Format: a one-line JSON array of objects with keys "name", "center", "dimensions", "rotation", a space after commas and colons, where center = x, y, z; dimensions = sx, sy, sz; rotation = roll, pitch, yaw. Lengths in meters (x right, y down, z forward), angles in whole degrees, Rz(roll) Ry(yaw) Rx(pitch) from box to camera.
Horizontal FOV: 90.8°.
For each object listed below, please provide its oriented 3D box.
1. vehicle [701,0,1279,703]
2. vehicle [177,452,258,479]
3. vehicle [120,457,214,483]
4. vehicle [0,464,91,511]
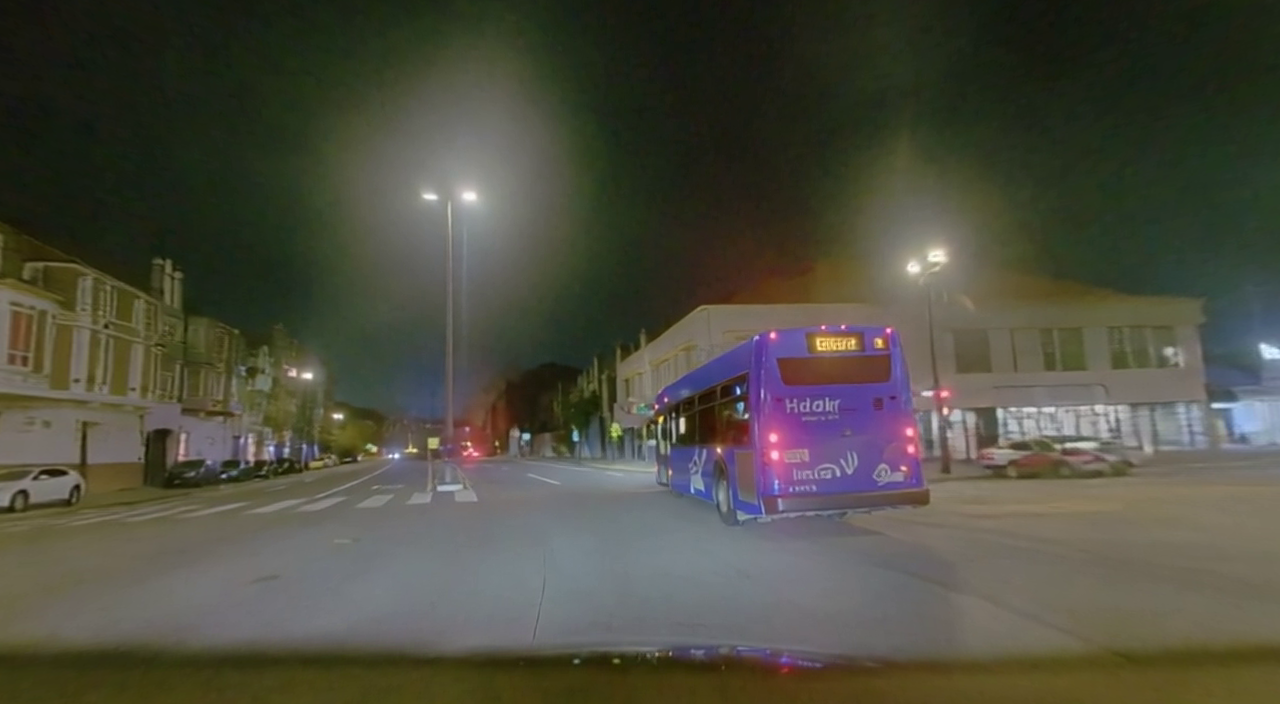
[{"name": "vehicle", "center": [2.763, 0.225, 3.803], "dimensions": [3.194, 3.345, 12.428], "rotation": [0, -8, -2]}, {"name": "vehicle", "center": [-30.469, 8.160, 45.689], "dimensions": [4.392, 1.800, 1.902], "rotation": [2, -8, -13]}, {"name": "vehicle", "center": [-30.243, 7.532, 40.612], "dimensions": [4.592, 1.474, 1.880], "rotation": [5, -9, -31]}, {"name": "vehicle", "center": [-23.017, 4.902, 22.890], "dimensions": [4.384, 1.500, 1.864], "rotation": [5, -10, -32]}]
